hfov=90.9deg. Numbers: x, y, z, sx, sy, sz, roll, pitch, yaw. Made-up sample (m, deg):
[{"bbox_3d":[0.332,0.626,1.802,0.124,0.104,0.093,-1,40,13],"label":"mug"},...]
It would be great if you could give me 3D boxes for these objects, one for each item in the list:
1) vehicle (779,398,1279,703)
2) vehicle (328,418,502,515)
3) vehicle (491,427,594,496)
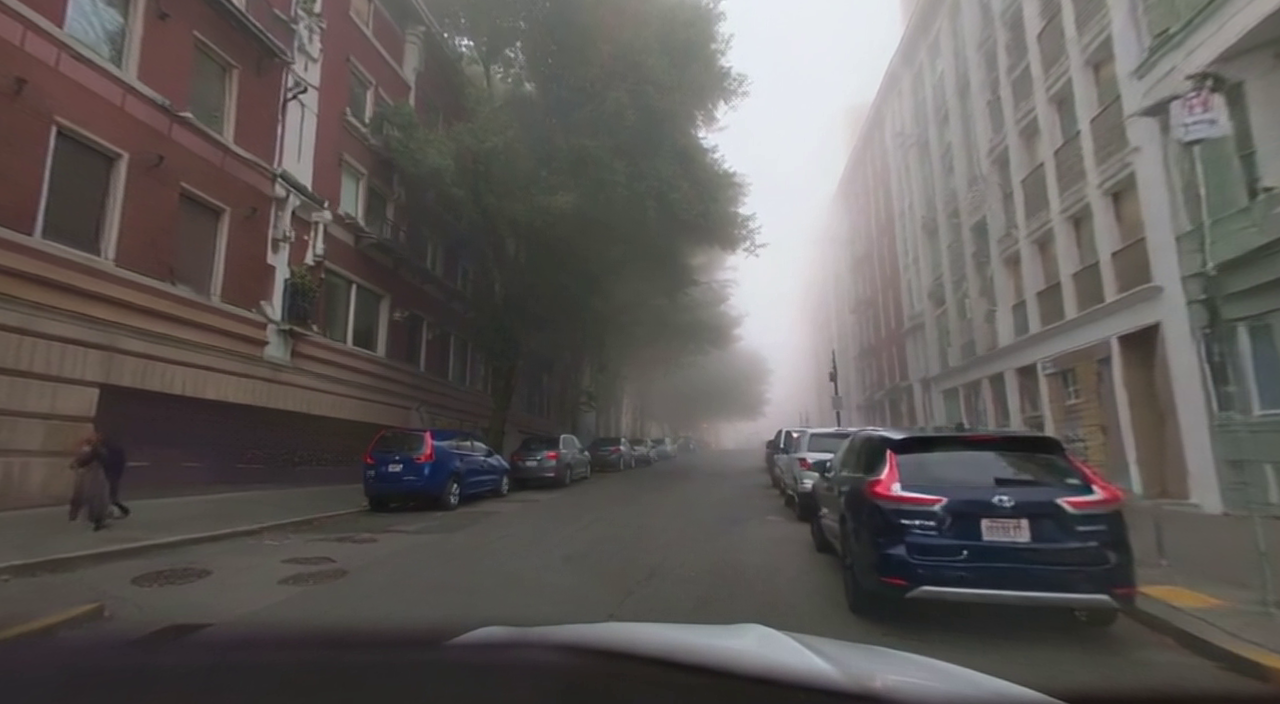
[{"bbox_3d":[2.327,1.271,5.296,1.925,1.481,4.653,-1,-8,9],"label":"vehicle"},{"bbox_3d":[-4.088,2.095,11.993,1.875,1.564,2.982,-1,-8,8],"label":"vehicle"},{"bbox_3d":[-2.705,3.081,18.387,1.867,1.519,3.920,1,-4,8],"label":"vehicle"}]
